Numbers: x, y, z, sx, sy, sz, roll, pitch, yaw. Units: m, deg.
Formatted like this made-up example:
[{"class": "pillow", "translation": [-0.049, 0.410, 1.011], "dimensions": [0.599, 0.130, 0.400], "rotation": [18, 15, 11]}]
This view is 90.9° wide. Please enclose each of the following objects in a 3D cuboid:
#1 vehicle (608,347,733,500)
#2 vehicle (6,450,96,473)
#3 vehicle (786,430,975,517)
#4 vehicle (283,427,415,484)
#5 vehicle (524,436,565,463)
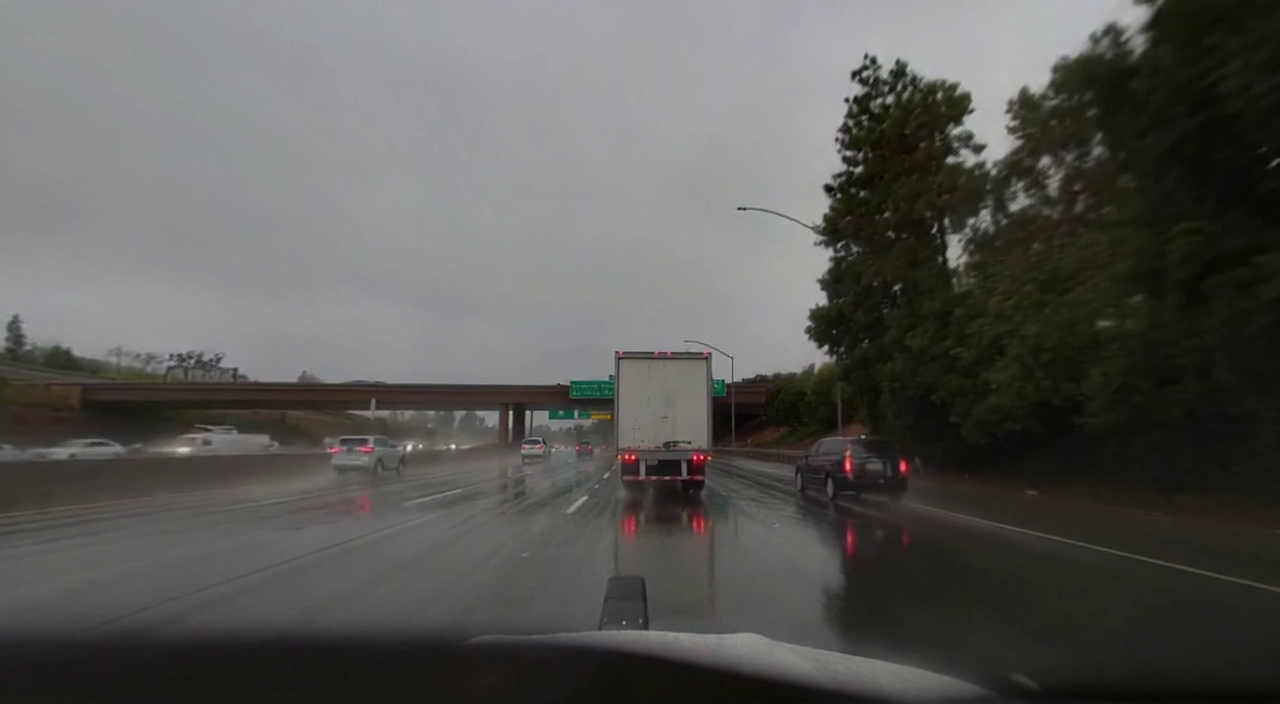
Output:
[{"class": "vehicle", "translation": [0.629, 2.466, 20.246], "dimensions": [2.916, 3.584, 10.841], "rotation": [0, -9, -1]}, {"class": "vehicle", "translation": [-42.977, 7.955, 46.198], "dimensions": [1.828, 1.569, 5.192], "rotation": [1, -9, -3]}, {"class": "vehicle", "translation": [4.786, 2.492, 13.489], "dimensions": [2.108, 1.508, 4.744], "rotation": [0, -9, -1]}, {"class": "vehicle", "translation": [-10.221, 3.701, 22.770], "dimensions": [2.217, 1.797, 5.226], "rotation": [0, -9, 0]}, {"class": "vehicle", "translation": [-6.768, 7.004, 45.229], "dimensions": [2.125, 1.793, 4.892], "rotation": [0, -9, 0]}]
